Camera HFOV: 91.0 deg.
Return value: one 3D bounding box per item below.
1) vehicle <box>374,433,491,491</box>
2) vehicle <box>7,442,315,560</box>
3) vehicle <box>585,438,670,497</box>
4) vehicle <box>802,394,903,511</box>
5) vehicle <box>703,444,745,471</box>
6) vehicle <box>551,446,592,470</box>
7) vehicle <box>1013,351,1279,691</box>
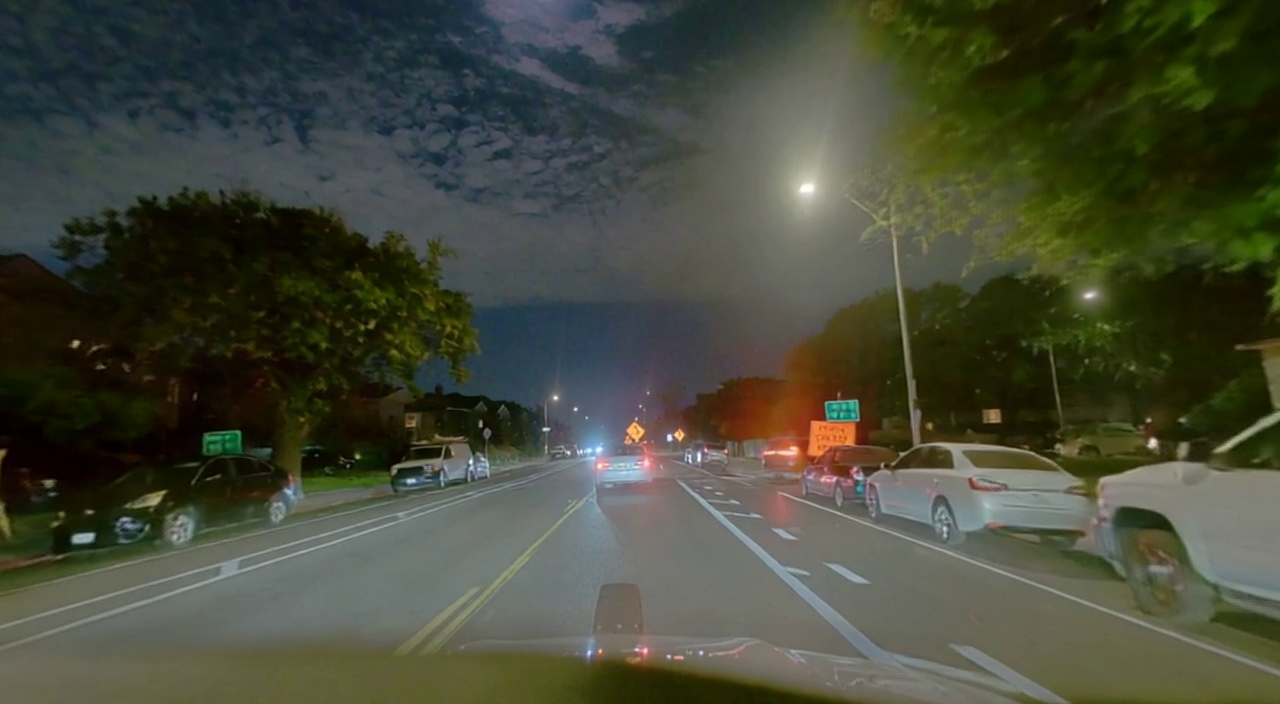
[{"bbox_3d":[-8.181,4.409,25.695,2.659,2.047,6.014,0,-8,0],"label":"vehicle"},{"bbox_3d":[-8.039,2.471,11.307,2.036,1.676,4.440,0,-8,-1],"label":"vehicle"},{"bbox_3d":[-0.279,3.229,18.028,2.151,1.481,4.084,0,-8,1],"label":"vehicle"},{"bbox_3d":[5.238,2.496,15.859,1.409,2.648,2.645,1,-8,-4],"label":"vehicle"},{"bbox_3d":[4.844,6.177,36.959,1.985,1.481,4.116,0,-8,1],"label":"vehicle"},{"bbox_3d":[-4.531,6.831,40.904,1.997,1.464,4.925,2,-9,-13],"label":"vehicle"},{"bbox_3d":[4.848,0.911,3.168,2.279,1.946,5.925,0,-8,0],"label":"vehicle"}]
